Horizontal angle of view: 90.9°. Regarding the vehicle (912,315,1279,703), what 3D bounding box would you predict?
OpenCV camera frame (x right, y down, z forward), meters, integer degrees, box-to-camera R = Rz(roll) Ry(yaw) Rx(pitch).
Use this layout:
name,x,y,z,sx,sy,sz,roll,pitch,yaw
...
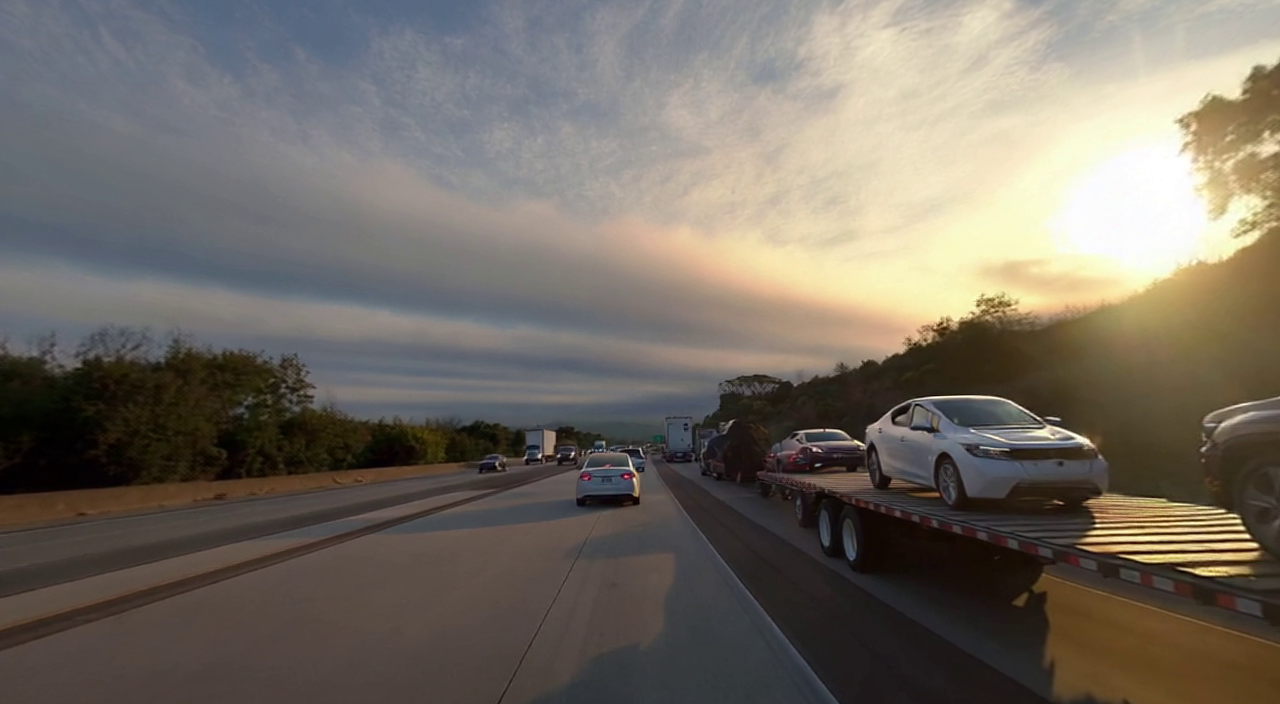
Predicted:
name,x,y,z,sx,sy,sz,roll,pitch,yaw
vehicle,3.482,0.911,3.452,1.959,1.783,4.407,0,-9,0

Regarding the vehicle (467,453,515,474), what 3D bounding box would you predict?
name,x,y,z,sx,sy,sz,roll,pitch,yaw
vehicle,-11.580,8.720,49.375,2.431,1.508,4.935,0,-9,1

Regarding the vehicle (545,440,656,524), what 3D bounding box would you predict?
name,x,y,z,sx,sy,sz,roll,pitch,yaw
vehicle,-0.695,2.627,13.183,1.991,1.466,3.675,0,-9,0

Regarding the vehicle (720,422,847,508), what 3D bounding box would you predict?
name,x,y,z,sx,sy,sz,roll,pitch,yaw
vehicle,3.429,2.812,15.991,2.303,1.889,3.920,0,-9,0

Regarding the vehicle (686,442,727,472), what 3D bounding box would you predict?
name,x,y,z,sx,sy,sz,roll,pitch,yaw
vehicle,3.887,6.210,37.473,1.938,1.660,4.223,0,-9,-1
